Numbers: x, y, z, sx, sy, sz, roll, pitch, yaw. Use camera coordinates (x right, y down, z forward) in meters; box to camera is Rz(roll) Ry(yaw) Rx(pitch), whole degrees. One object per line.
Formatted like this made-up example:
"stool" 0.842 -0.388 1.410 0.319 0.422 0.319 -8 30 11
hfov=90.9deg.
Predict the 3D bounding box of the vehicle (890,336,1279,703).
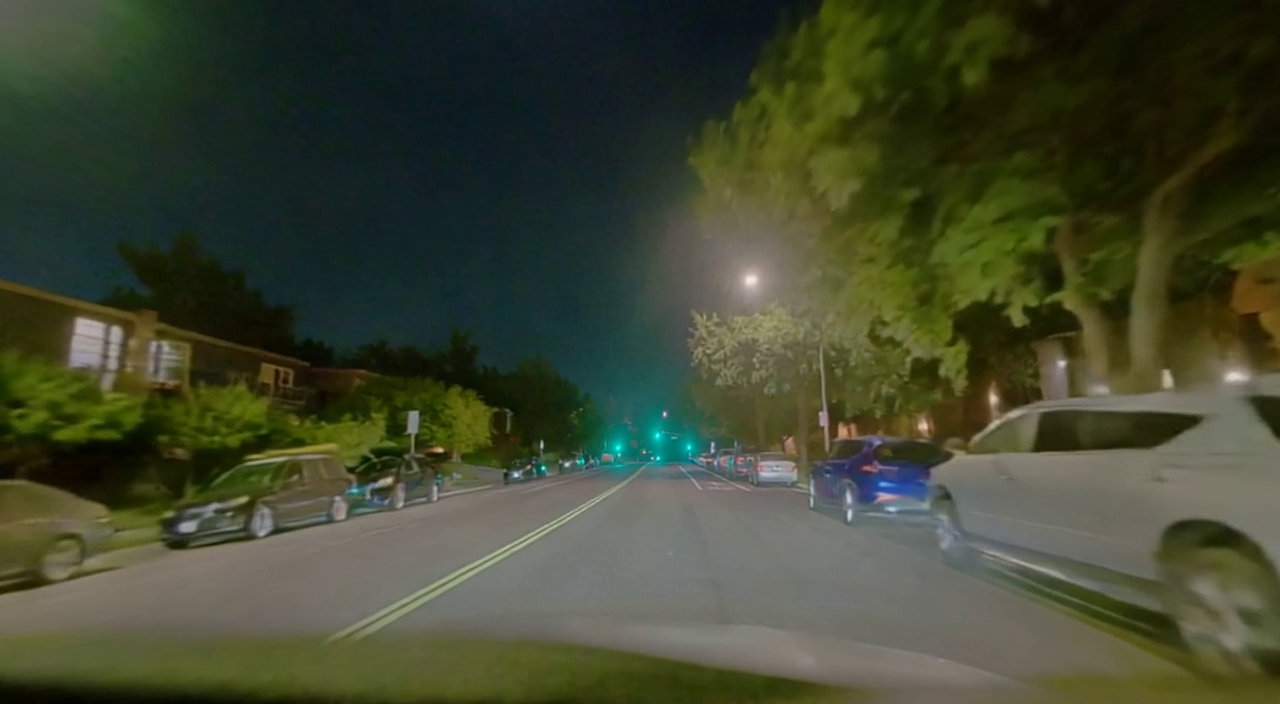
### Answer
"vehicle" 4.416 1.178 4.962 2.434 1.948 6.400 0 -8 2

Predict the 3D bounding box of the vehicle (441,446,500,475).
"vehicle" -12.303 7.857 45.794 3.513 1.829 1.976 -1 -7 12

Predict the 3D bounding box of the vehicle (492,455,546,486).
"vehicle" -6.524 6.407 34.443 1.903 1.463 4.526 -1 -8 2

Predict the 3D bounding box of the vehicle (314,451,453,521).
"vehicle" -7.204 3.761 18.325 1.996 1.628 4.603 -1 -8 2

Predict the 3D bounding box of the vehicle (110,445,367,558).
"vehicle" -7.426 2.739 12.407 1.973 1.755 4.528 -1 -8 1

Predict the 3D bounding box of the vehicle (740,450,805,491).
"vehicle" 5.177 4.656 25.142 1.704 1.445 4.492 0 -8 1

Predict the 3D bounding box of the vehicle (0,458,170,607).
"vehicle" -7.591 1.907 6.509 1.948 1.477 4.518 -2 -9 1
